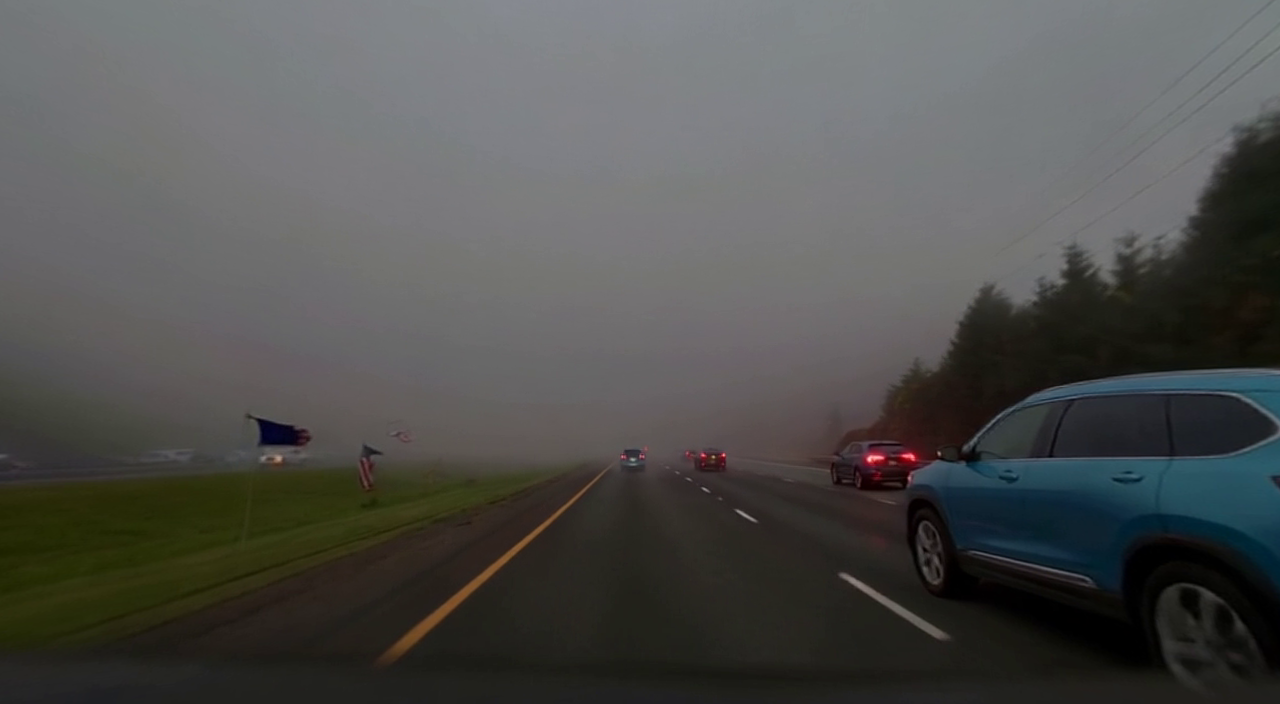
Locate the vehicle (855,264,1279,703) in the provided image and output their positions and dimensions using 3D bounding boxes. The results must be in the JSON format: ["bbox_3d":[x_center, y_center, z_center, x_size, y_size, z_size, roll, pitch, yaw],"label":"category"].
[{"bbox_3d":[3.727,0.906,4.097,2.461,2.013,6.075,0,-8,-1],"label":"vehicle"}]

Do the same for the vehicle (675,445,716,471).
[{"bbox_3d":[3.371,6.509,39.131,1.978,1.488,4.252,0,-8,-2],"label":"vehicle"}]

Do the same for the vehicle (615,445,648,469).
[{"bbox_3d":[-0.555,6.891,41.597,2.085,1.449,3.860,0,-8,-1],"label":"vehicle"}]

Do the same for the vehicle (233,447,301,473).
[{"bbox_3d":[-28.728,8.292,48.845,2.139,1.875,5.063,0,-8,0],"label":"vehicle"}]
